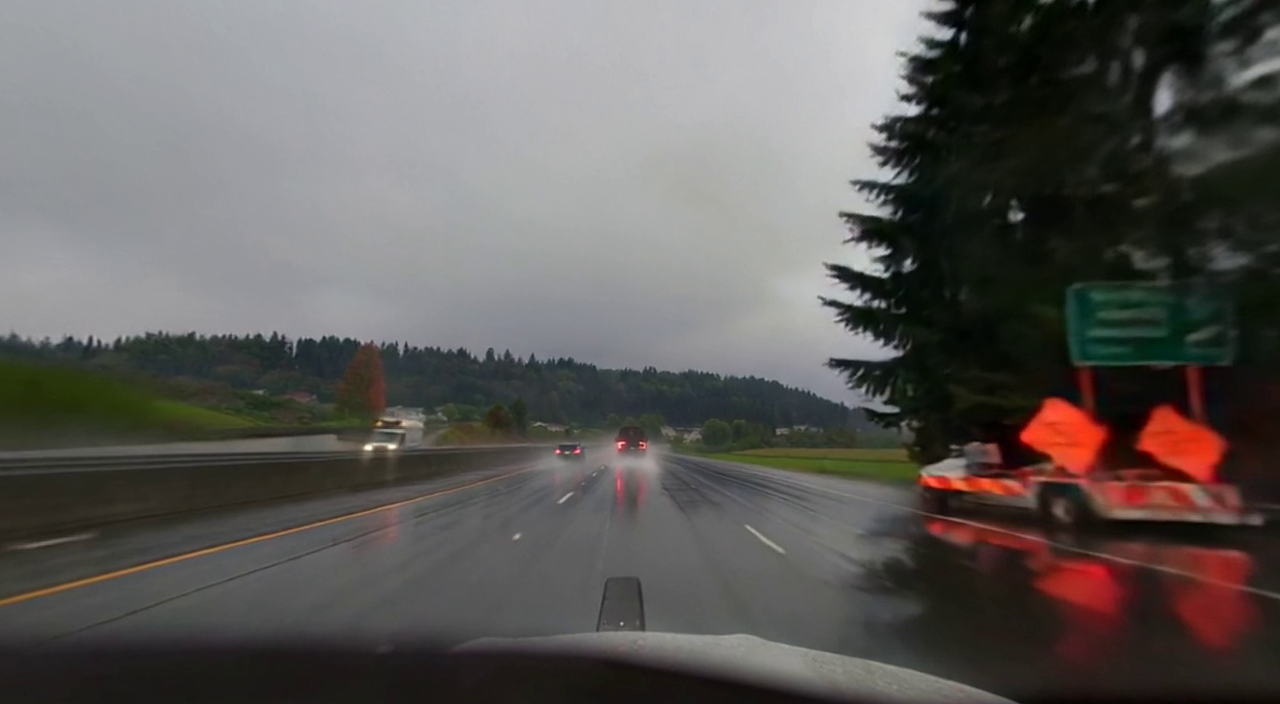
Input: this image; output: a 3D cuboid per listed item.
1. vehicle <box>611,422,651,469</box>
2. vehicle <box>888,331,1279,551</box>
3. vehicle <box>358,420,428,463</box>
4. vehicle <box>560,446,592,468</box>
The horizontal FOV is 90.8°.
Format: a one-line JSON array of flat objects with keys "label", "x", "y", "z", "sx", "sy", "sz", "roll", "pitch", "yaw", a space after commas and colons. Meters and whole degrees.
[{"label": "vehicle", "x": -0.727, "y": 6.777, "z": 45.607, "sx": 2.672, "sy": 3.056, "sz": 6.900, "roll": 0, "pitch": -9, "yaw": -2}, {"label": "vehicle", "x": 6.996, "y": 1.602, "z": 11.323, "sx": 2.419, "sy": 2.874, "sz": 6.010, "roll": 0, "pitch": -9, "yaw": -2}, {"label": "vehicle", "x": -15.700, "y": 5.784, "z": 40.510, "sx": 2.189, "sy": 2.529, "sz": 5.808, "roll": 0, "pitch": -9, "yaw": -1}, {"label": "vehicle", "x": -4.606, "y": 7.663, "z": 46.198, "sx": 1.991, "sy": 1.484, "sz": 4.110, "roll": 0, "pitch": -9, "yaw": -1}]
